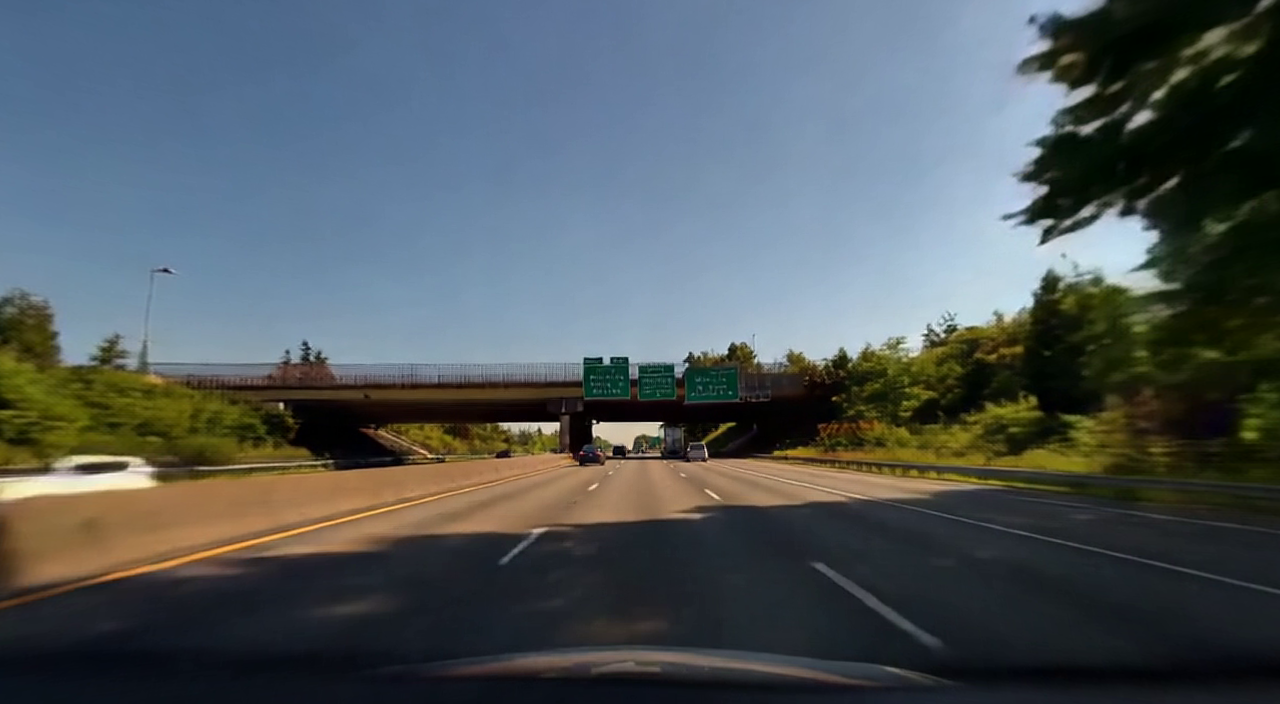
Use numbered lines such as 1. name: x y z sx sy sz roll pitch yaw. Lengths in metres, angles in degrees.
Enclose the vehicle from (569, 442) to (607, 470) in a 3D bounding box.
1. vehicle: -3.502 7.139 43.496 2.238 1.792 4.518 0 -9 0
